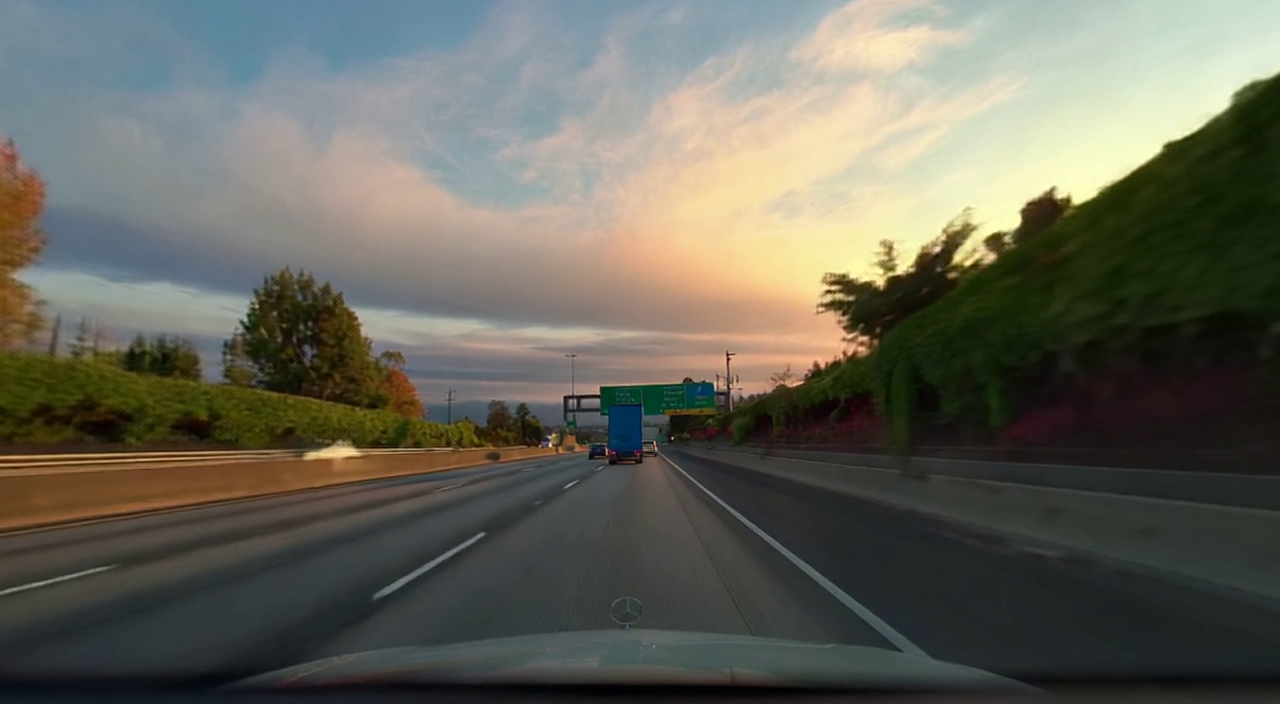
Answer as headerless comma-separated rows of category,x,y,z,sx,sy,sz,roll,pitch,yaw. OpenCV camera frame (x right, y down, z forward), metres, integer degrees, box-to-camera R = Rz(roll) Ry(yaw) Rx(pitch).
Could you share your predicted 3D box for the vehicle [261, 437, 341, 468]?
vehicle,-19.222,5.720,35.938,2.012,1.642,4.573,0,-8,1
